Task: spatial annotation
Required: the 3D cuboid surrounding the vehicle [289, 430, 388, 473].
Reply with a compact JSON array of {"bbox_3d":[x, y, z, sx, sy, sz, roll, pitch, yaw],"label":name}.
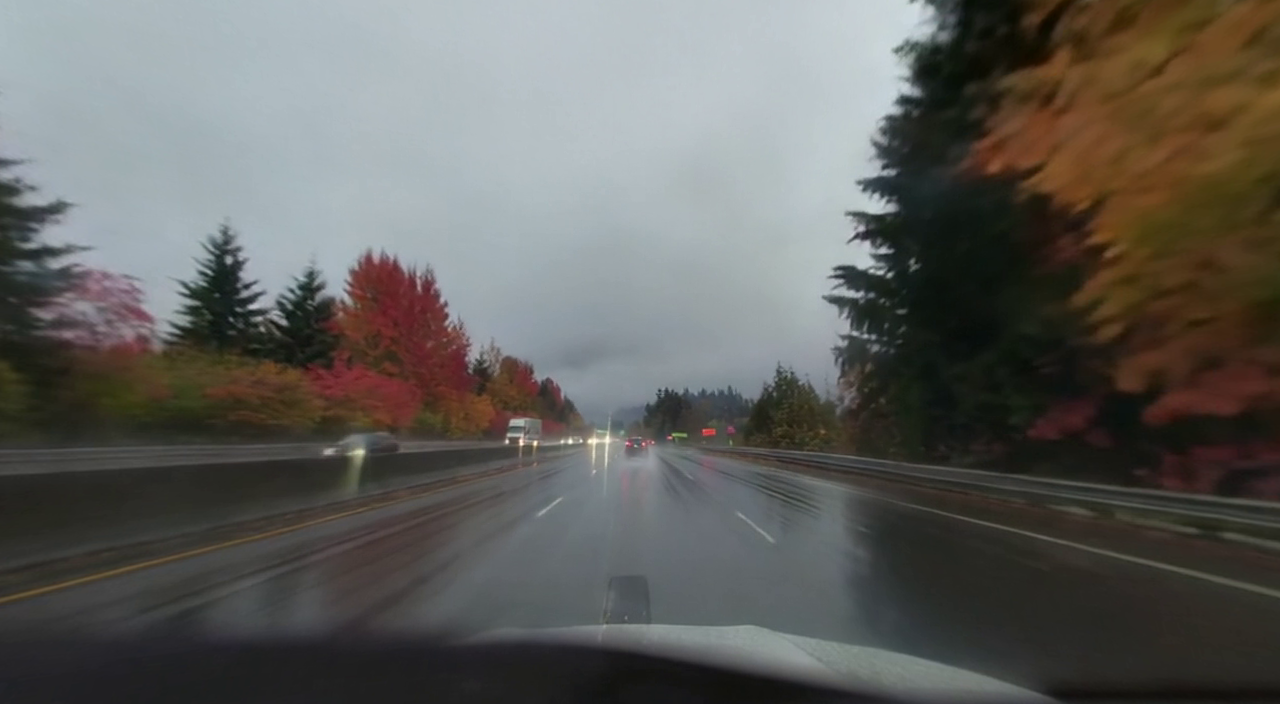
[{"bbox_3d":[-11.628,3.844,24.566,1.882,1.521,3.932,0,-8,0],"label":"vehicle"}]
